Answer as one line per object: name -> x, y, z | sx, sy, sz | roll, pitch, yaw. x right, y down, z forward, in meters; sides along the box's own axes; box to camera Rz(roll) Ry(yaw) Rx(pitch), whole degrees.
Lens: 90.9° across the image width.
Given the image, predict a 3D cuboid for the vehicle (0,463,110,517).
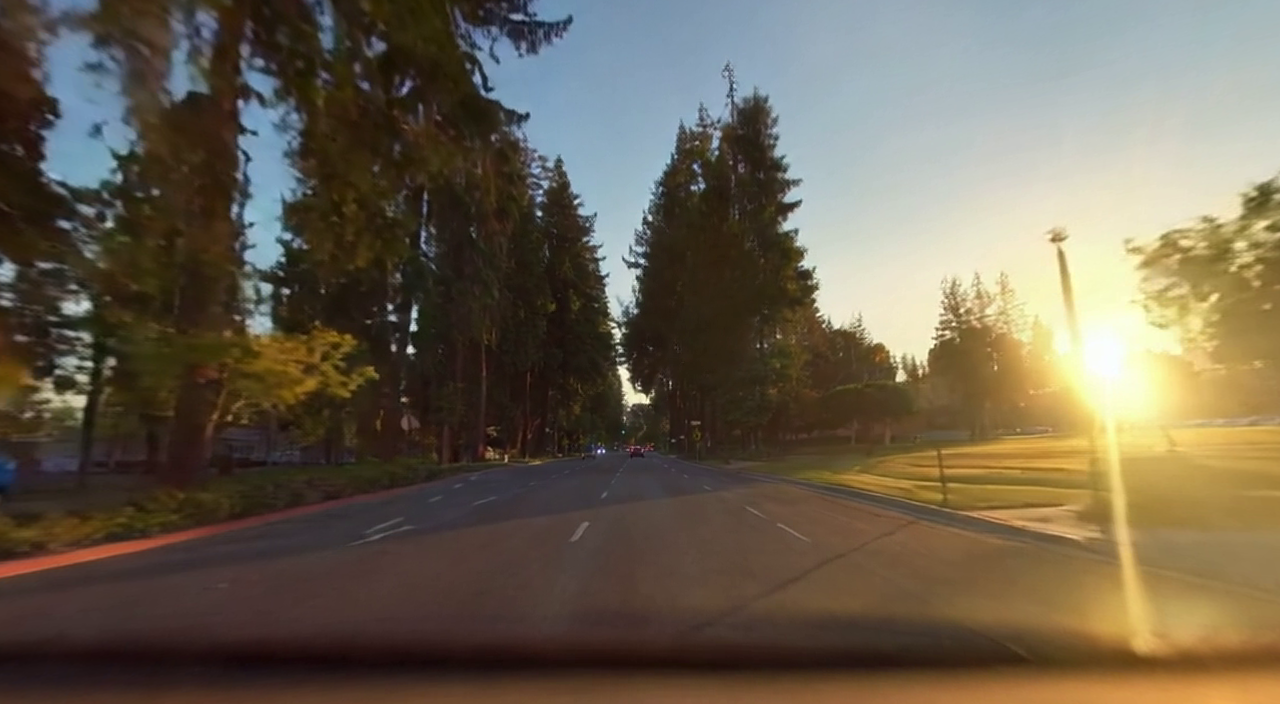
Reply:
vehicle -> -19.755, 4.335, 20.033 | 1.863, 1.486, 4.500 | 0, -9, 0
